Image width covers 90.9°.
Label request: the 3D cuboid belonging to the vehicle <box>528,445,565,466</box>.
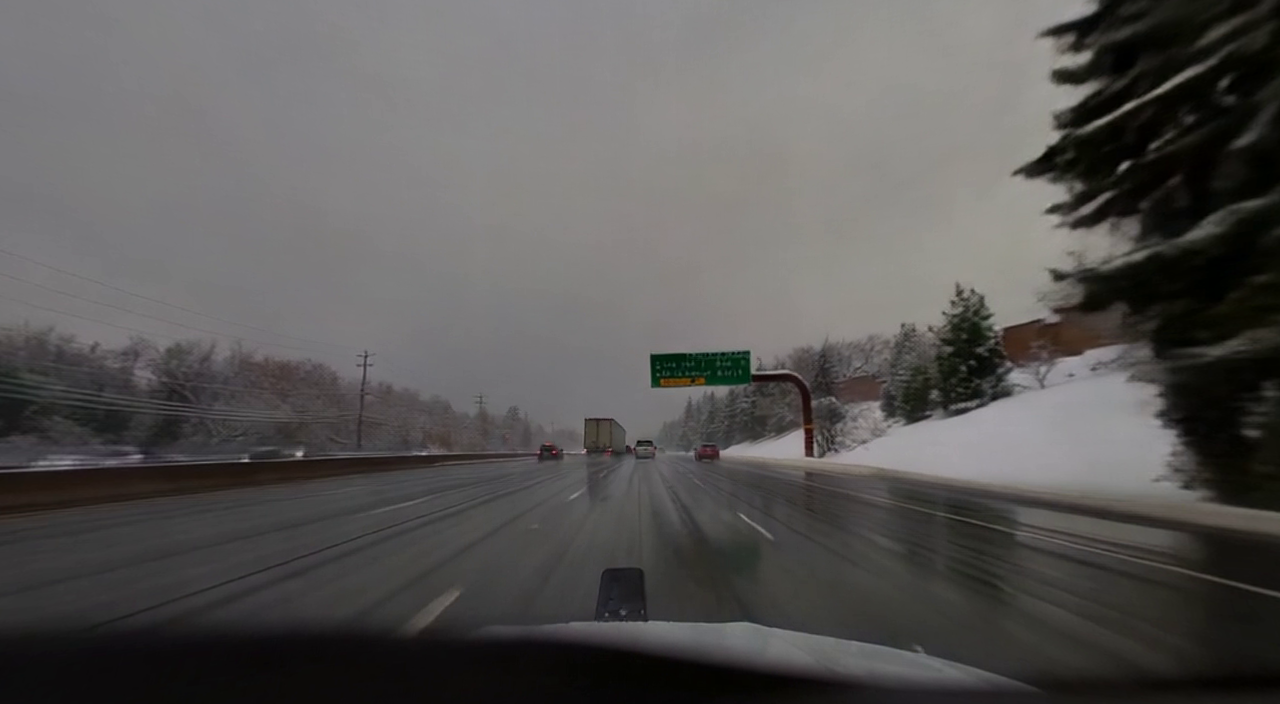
[{"bbox_3d":[-6.902,7.684,47.015,1.965,1.437,4.592,-1,-8,2],"label":"vehicle"}]

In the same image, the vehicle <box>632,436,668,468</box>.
[{"bbox_3d":[0.630,6.780,43.084,2.309,2.023,5.130,0,-8,0],"label":"vehicle"}]

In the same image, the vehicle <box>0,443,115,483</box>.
[{"bbox_3d":[-24.433,4.494,25.962,1.860,1.486,4.350,0,-8,0],"label":"vehicle"}]

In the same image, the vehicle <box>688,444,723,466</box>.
[{"bbox_3d":[4.677,7.376,45.485,1.993,1.474,4.230,0,-8,-1],"label":"vehicle"}]

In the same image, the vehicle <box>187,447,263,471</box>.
[{"bbox_3d":[-28.077,7.235,42.855,1.908,1.468,4.683,0,-8,1],"label":"vehicle"}]

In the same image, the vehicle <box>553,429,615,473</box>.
[{"bbox_3d":[-3.427,6.700,43.425,2.854,2.379,16.653,-1,-8,0],"label":"vehicle"}]
